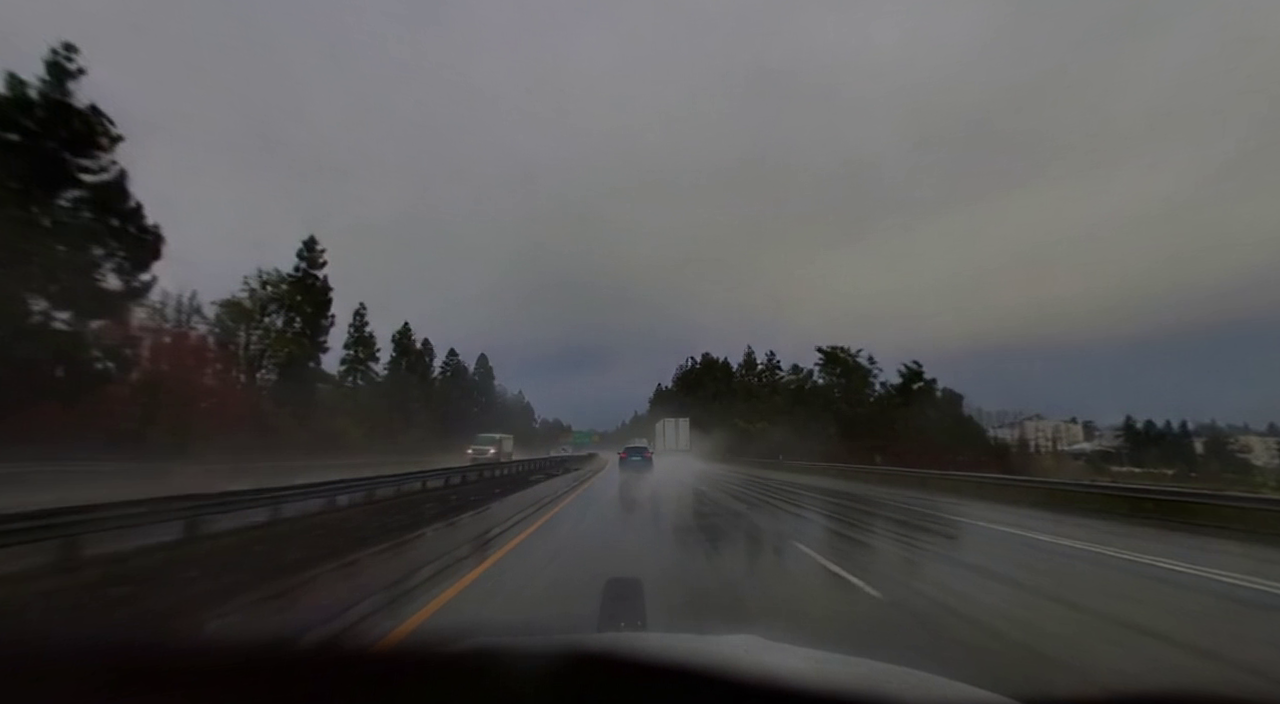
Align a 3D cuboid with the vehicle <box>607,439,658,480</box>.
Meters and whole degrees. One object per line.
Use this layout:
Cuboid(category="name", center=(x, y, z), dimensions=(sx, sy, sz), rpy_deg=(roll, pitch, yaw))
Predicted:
Cuboid(category="vehicle", center=(-0.354, 4.922, 28.992), dimensions=(2.190, 1.706, 4.062), rpy_deg=(0, -9, -1))
